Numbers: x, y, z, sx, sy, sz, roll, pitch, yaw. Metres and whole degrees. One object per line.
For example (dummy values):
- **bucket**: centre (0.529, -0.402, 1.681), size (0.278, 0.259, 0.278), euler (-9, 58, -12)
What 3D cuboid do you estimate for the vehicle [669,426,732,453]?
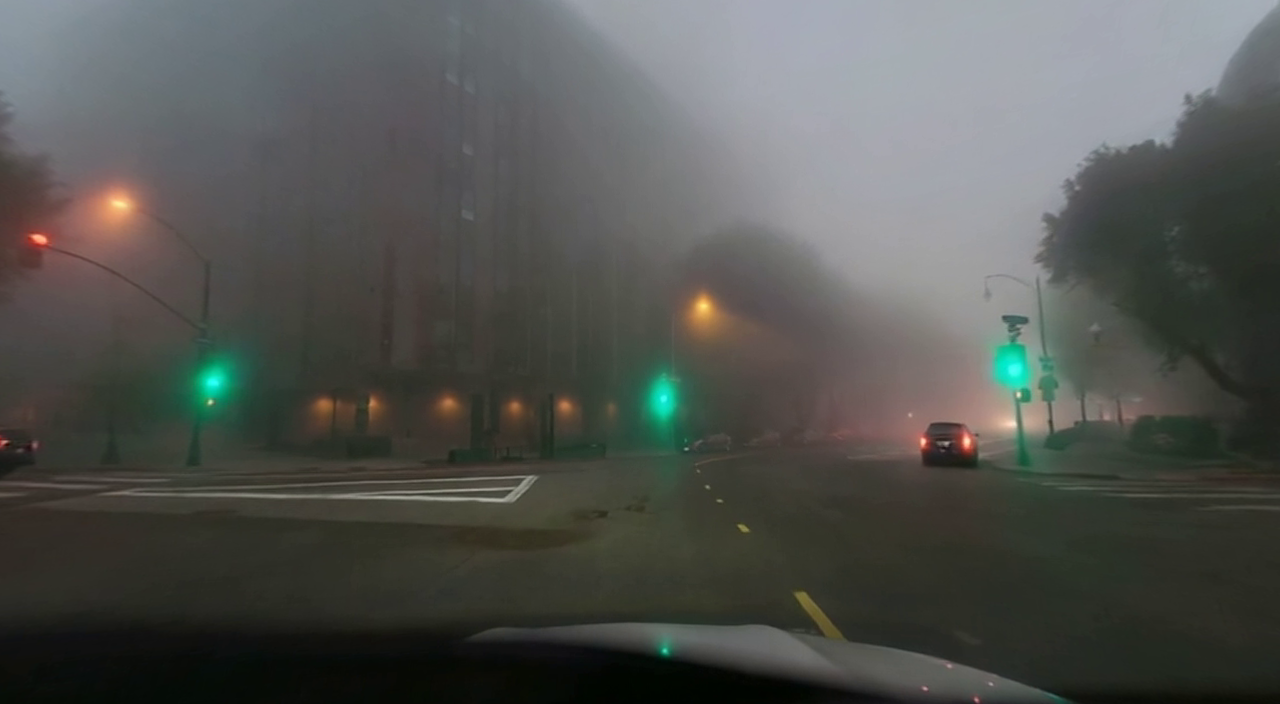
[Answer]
- **vehicle**: centre (3.935, 5.675, 40.620), size (1.922, 1.628, 4.291), euler (-7, -10, 40)

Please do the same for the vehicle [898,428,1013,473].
- **vehicle**: centre (11.577, 3.651, 23.565), size (2.148, 1.488, 4.508), euler (0, -8, 3)

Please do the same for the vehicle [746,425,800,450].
- **vehicle**: centre (8.248, 5.272, 38.779), size (1.852, 1.465, 4.092), euler (-5, -9, 32)
